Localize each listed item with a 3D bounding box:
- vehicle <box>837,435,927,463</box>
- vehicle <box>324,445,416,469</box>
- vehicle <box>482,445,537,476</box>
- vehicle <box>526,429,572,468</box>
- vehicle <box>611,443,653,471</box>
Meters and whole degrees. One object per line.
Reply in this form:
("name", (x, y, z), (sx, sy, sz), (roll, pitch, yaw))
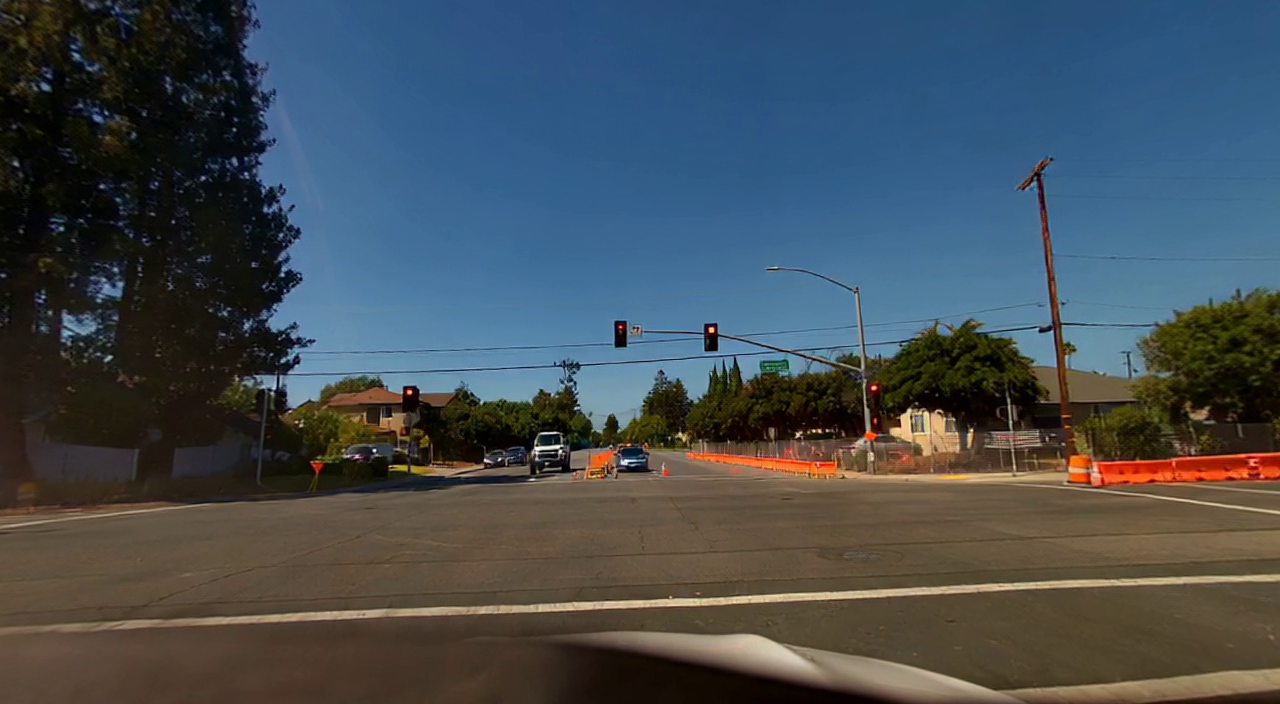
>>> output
("vehicle", (15.379, 6.184, 40.329), (4.892, 1.656, 1.856), (0, -8, 0))
("vehicle", (-16.404, 6.380, 38.605), (4.713, 1.409, 1.918), (0, -8, -2))
("vehicle", (-6.607, 5.530, 32.399), (1.881, 1.452, 4.121), (0, -8, 0))
("vehicle", (-6.778, 7.245, 47.690), (2.625, 2.726, 6.138), (0, -8, -1))
("vehicle", (-0.434, 5.693, 34.484), (2.105, 1.457, 4.173), (0, -8, -1))
